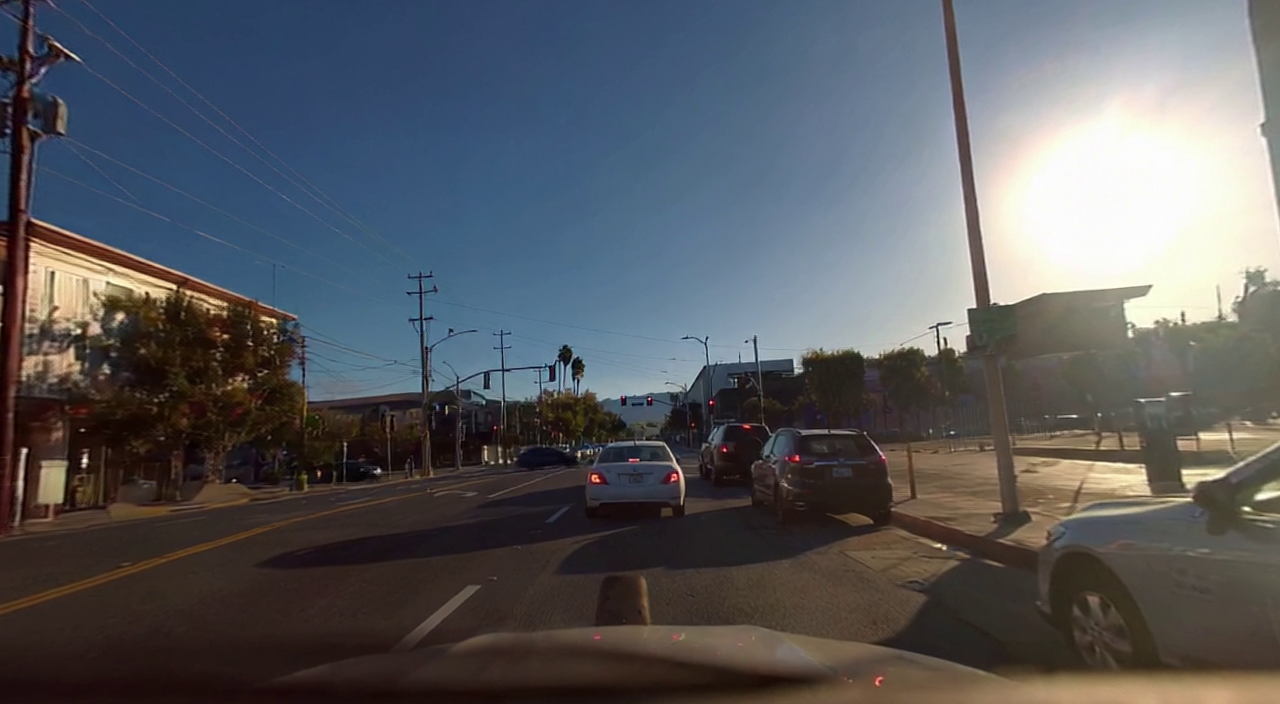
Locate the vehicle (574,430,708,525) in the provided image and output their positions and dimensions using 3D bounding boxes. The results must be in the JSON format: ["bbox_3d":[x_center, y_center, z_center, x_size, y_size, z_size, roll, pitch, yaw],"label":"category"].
[{"bbox_3d":[0.048,2.360,12.389,2.153,1.505,4.452,0,-8,1],"label":"vehicle"}]

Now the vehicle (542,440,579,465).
[{"bbox_3d":[-5.702,7.220,45.389,2.059,1.699,4.252,0,-8,0],"label":"vehicle"}]

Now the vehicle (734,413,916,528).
[{"bbox_3d":[3.261,2.203,12.245,2.060,1.783,4.579,0,-8,-1],"label":"vehicle"}]

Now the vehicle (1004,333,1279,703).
[{"bbox_3d":[3.286,0.712,1.732,1.938,1.714,4.402,0,-8,1],"label":"vehicle"}]
